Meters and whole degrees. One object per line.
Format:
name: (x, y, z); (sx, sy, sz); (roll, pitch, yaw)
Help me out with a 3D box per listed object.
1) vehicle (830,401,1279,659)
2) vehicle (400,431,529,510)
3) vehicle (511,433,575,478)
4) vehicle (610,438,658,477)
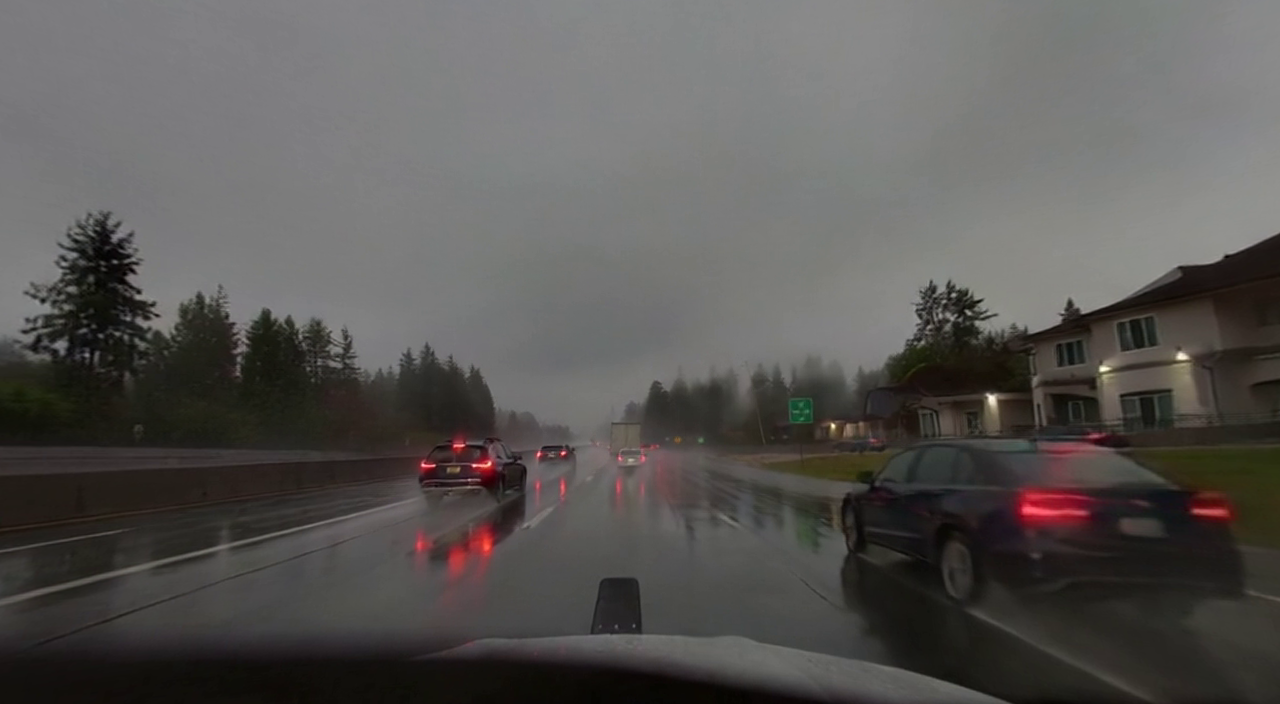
vehicle: (3.533, 1.403, 6.044); (2.027, 1.554, 4.252); (0, -9, -1)
vehicle: (-4.064, 2.820, 15.429); (1.988, 1.668, 4.021); (0, -9, 0)
vehicle: (-4.540, 4.966, 30.529); (2.301, 1.944, 5.482); (0, -9, -1)
vehicle: (-0.301, 4.907, 29.592); (2.063, 1.703, 4.203); (0, -9, -1)
